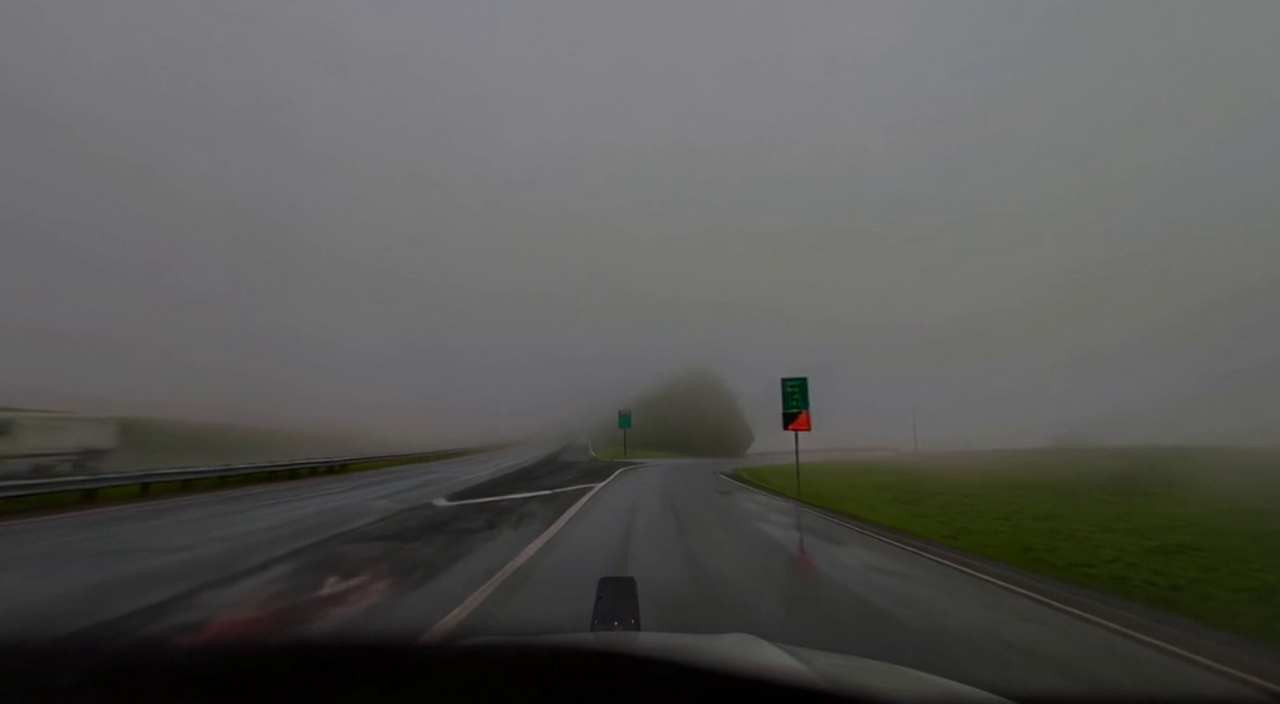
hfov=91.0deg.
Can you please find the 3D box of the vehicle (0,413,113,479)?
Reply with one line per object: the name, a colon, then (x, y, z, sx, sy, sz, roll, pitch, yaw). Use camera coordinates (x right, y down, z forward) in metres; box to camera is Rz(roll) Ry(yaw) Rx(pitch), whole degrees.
vehicle: (-25.048, 3.792, 25.299, 2.208, 2.438, 6.660, 0, -8, -4)
